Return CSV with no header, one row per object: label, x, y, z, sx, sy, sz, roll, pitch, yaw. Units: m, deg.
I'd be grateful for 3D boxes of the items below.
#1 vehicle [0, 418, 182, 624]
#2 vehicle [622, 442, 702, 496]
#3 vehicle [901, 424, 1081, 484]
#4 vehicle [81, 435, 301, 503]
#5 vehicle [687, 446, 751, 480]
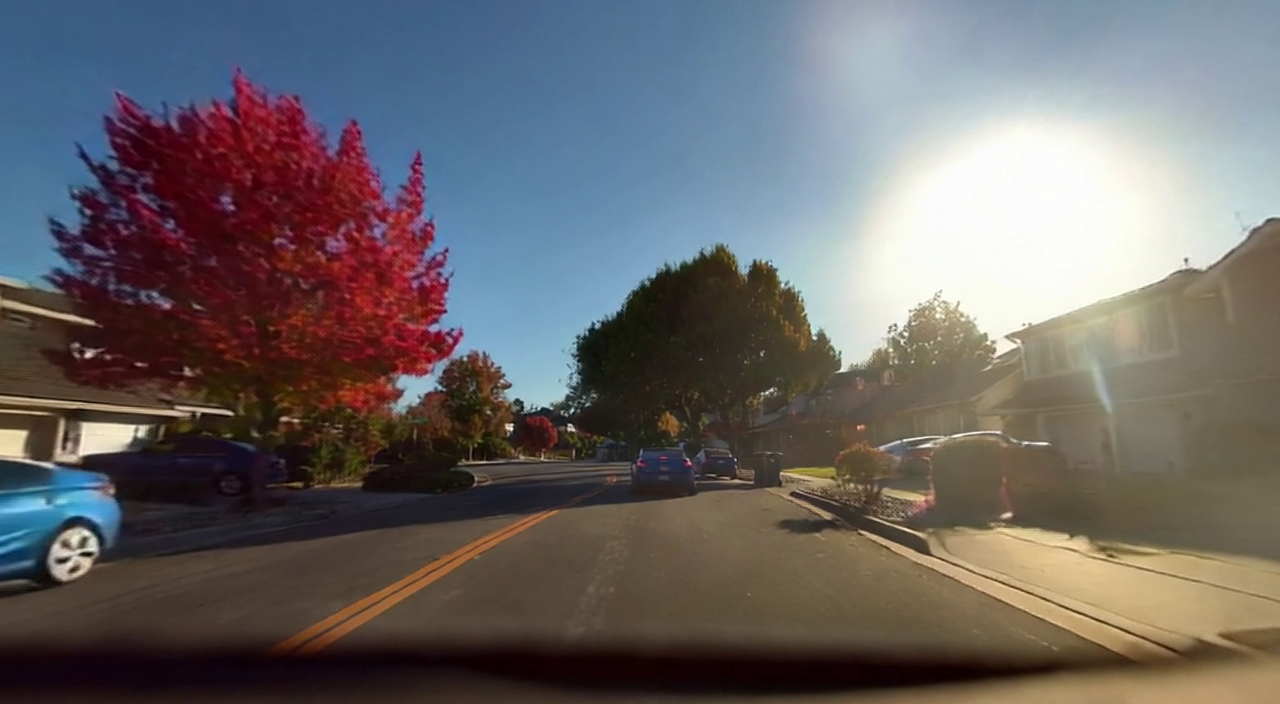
vehicle,-6.824,1.471,5.154,2.641,1.747,4.738,-2,-7,0
vehicle,0.571,3.558,19.633,2.192,1.474,4.192,0,-9,-1
vehicle,11.152,3.237,20.293,4.524,1.587,2.064,-2,-7,-6
vehicle,-12.621,3.311,18.077,4.597,1.794,2.043,1,-10,-5
vehicle,3.600,5.144,29.606,2.089,1.462,4.529,1,-9,-4
